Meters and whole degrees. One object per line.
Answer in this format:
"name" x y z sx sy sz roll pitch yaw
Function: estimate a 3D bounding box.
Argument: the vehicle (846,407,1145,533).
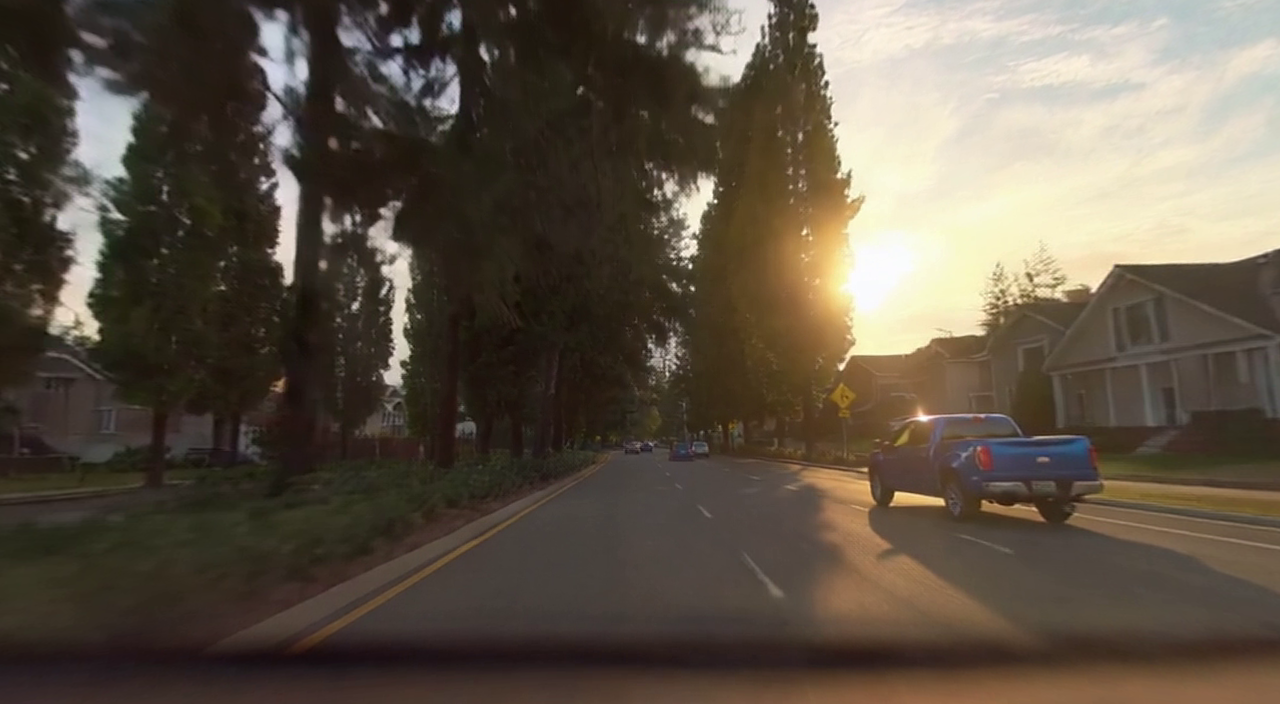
"vehicle" 5.978 2.083 11.820 2.262 1.769 5.666 0 -8 0

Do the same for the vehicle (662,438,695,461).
"vehicle" 2.819 7.246 46.984 2.061 1.632 4.222 0 -8 -1
